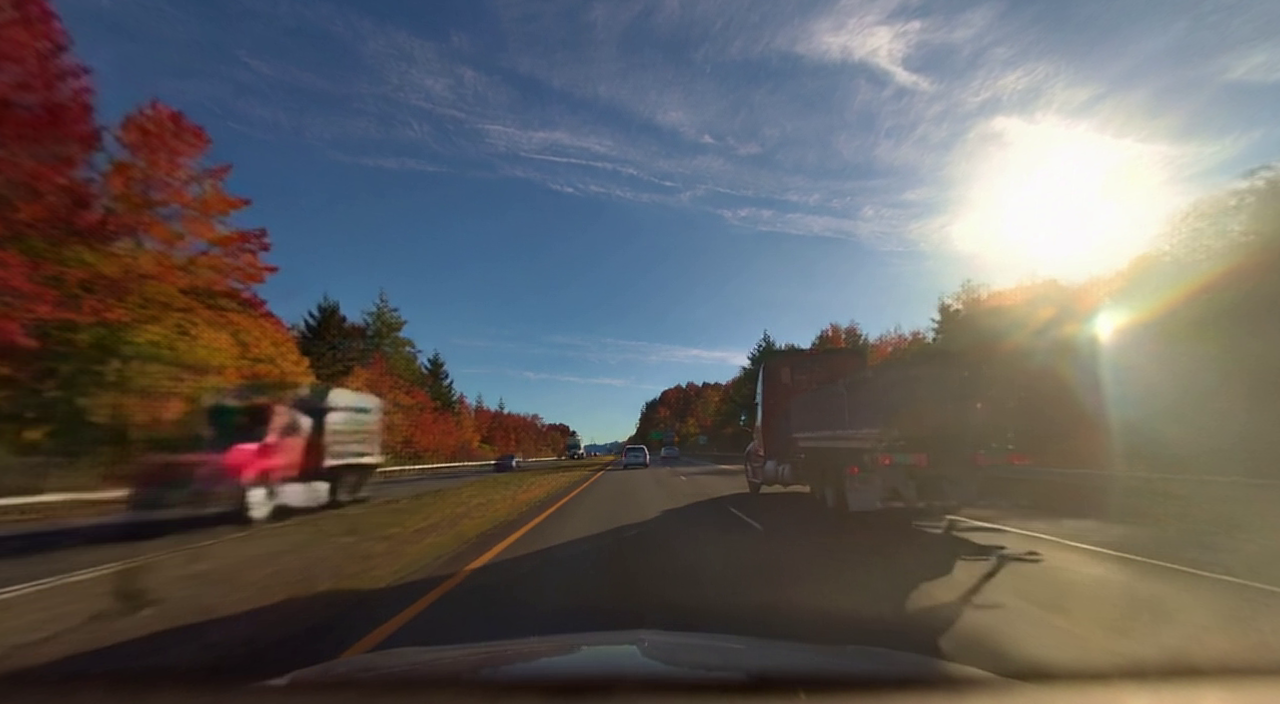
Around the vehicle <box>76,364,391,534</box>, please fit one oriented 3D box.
[{"bbox_3d":[-9.010,2.374,15.363,2.775,3.102,7.295,-1,-9,0],"label":"vehicle"}]

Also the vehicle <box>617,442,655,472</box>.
[{"bbox_3d":[-0.259,6.359,38.194,2.151,1.693,4.201,0,-9,-1],"label":"vehicle"}]

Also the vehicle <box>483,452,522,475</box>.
[{"bbox_3d":[-9.603,7.822,44.094,1.841,1.503,3.978,-1,-9,0],"label":"vehicle"}]

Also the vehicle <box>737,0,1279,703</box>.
[{"bbox_3d":[4.217,0.729,9.837,3.068,4.042,13.787,0,-9,0],"label":"vehicle"}]
